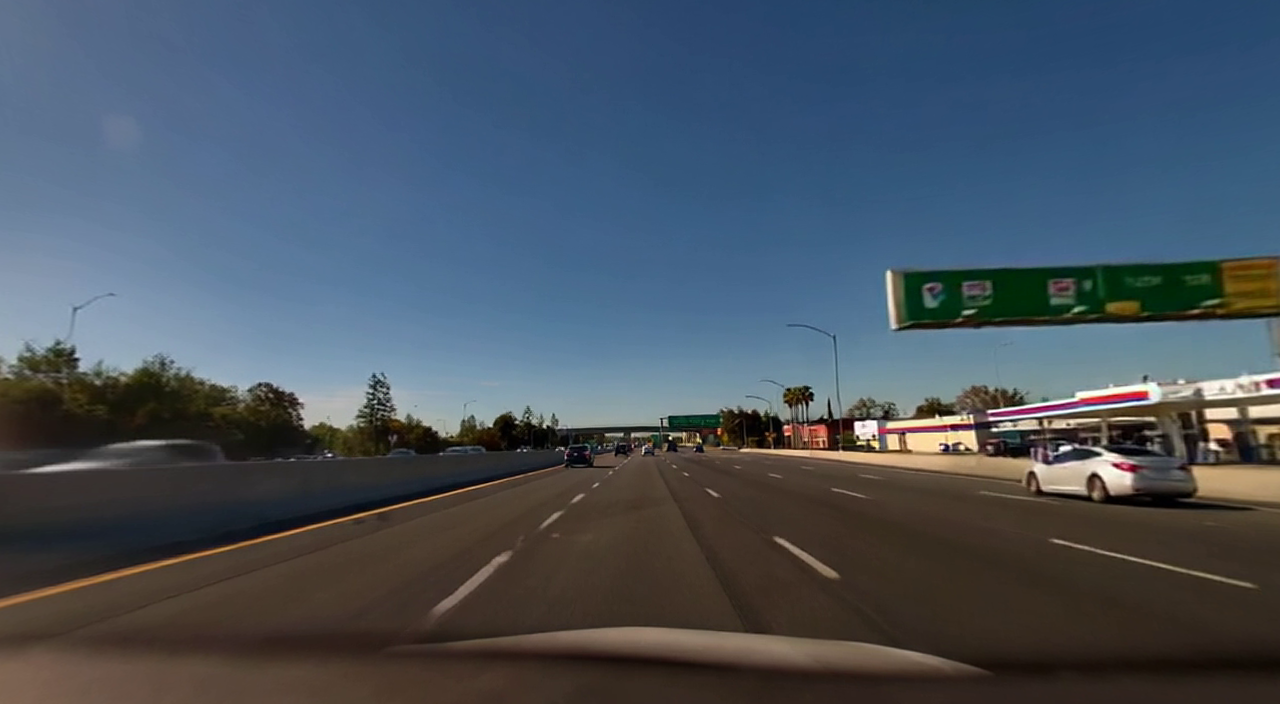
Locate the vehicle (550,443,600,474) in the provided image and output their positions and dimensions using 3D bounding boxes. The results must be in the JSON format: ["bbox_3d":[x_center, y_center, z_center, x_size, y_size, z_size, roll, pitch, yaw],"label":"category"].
[{"bbox_3d":[-3.330,5.521,32.950,2.114,1.510,4.186,-1,-9,1],"label":"vehicle"}]

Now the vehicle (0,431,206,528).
[{"bbox_3d":[-11.371,2.491,12.850,1.898,1.610,4.423,0,-9,0],"label":"vehicle"}]

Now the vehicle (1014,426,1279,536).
[{"bbox_3d":[8.864,2.110,10.992,1.909,1.467,4.940,-1,-9,4],"label":"vehicle"}]

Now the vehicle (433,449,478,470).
[{"bbox_3d":[-13.869,8.089,47.734,1.926,1.473,4.838,-1,-9,1],"label":"vehicle"}]
